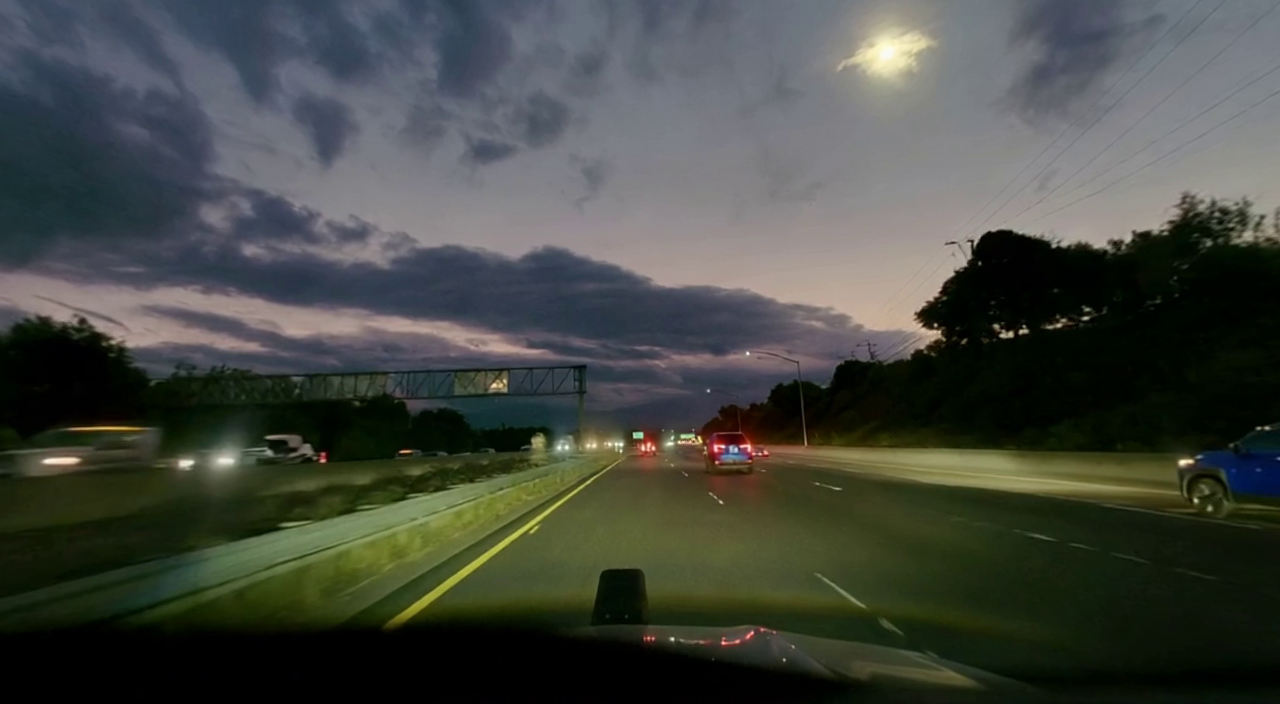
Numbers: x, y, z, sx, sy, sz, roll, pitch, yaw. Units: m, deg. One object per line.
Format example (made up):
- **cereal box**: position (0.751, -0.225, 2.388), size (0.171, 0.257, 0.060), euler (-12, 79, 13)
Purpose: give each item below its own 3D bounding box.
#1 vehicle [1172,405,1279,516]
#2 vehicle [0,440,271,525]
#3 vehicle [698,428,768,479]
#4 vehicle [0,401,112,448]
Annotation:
- **vehicle**: position (10.865, 1.589, 9.242), size (2.056, 1.689, 4.625), euler (-1, -8, 0)
- **vehicle**: position (-19.456, 4.409, 22.908), size (2.936, 2.335, 15.693), euler (-1, -8, -1)
- **vehicle**: position (3.655, 4.068, 25.550), size (2.120, 1.832, 4.287), euler (-1, -8, -1)
- **vehicle**: position (-19.477, 2.317, 19.671), size (1.964, 1.330, 4.740), euler (-1, -8, -1)
